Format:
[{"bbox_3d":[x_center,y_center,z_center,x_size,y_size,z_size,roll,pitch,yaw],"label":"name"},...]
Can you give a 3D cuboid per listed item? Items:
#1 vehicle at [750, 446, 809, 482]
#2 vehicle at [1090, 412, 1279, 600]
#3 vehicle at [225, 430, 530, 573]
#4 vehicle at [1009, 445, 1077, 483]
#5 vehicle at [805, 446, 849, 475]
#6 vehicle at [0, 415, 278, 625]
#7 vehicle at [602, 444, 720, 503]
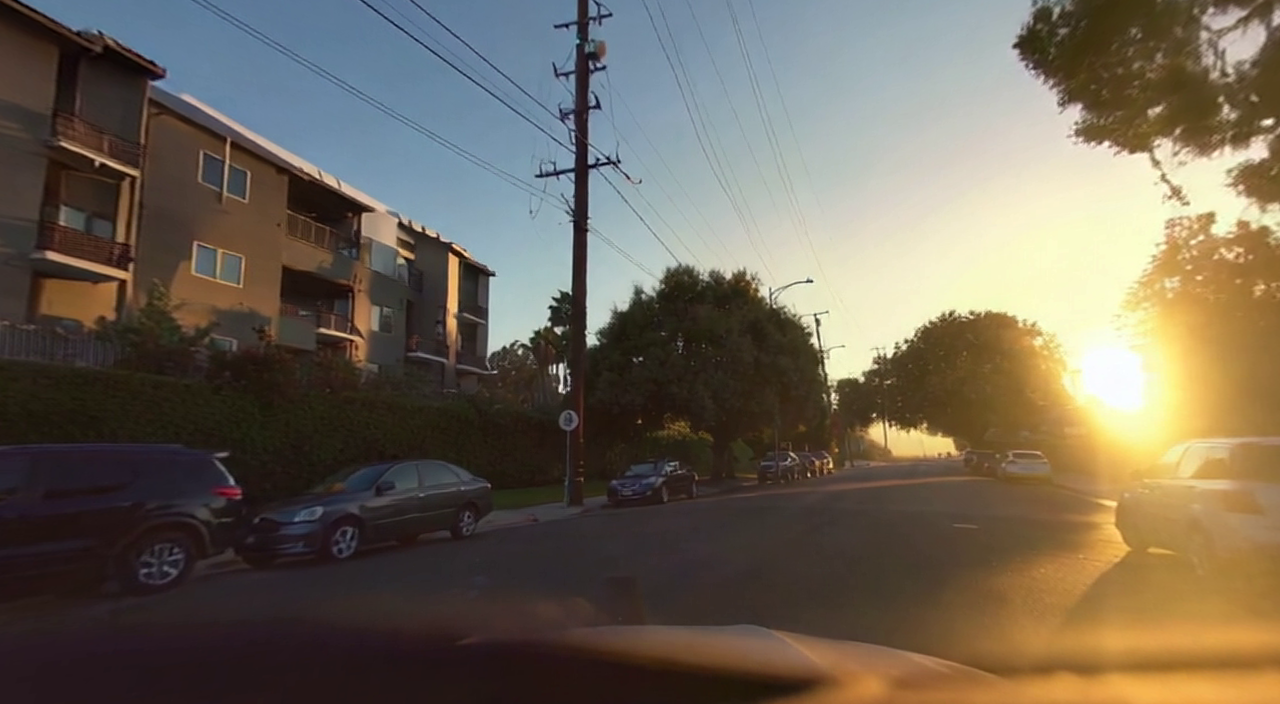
[{"bbox_3d":[7.786,6.118,34.911,2.011,1.801,4.676,-4,-9,26],"label":"vehicle"},{"bbox_3d":[7.216,1.654,7.527,2.180,1.677,4.432,-4,-9,25],"label":"vehicle"},{"bbox_3d":[-4.141,2.450,10.853,2.068,1.745,4.579,-12,-13,23],"label":"vehicle"},{"bbox_3d":[17.568,4.845,27.722,1.964,1.515,4.055,-4,-9,26],"label":"vehicle"},{"bbox_3d":[13.699,7.963,46.129,1.953,1.699,4.234,-11,-16,27],"label":"vehicle"},{"bbox_3d":[-6.579,1.697,6.144,1.973,1.848,5.100,-13,-13,23],"label":"vehicle"},{"bbox_3d":[0.841,4.149,21.433,2.017,1.582,4.664,-13,-16,26],"label":"vehicle"}]
